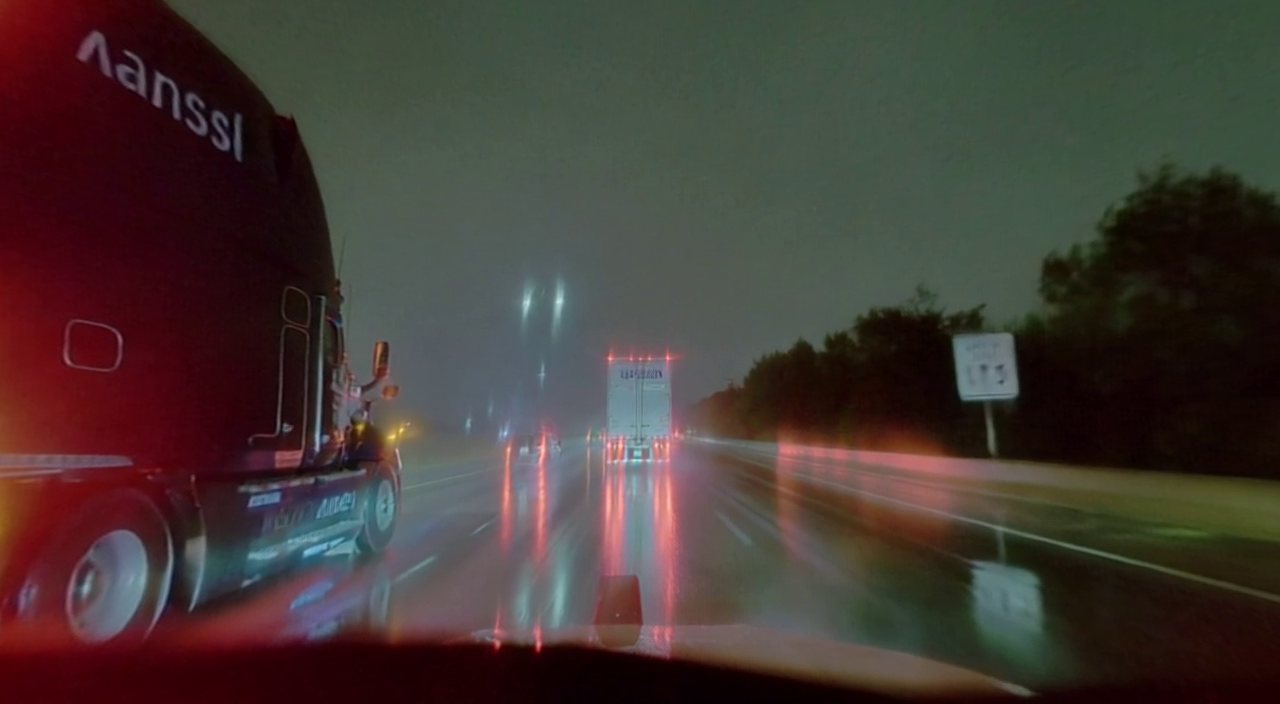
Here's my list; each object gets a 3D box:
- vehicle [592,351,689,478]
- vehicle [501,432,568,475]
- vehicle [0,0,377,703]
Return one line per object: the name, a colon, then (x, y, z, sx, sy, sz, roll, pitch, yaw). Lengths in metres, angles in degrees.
vehicle: (-0.169, 2.715, 25.741, 3.118, 4.106, 10.719, 0, -8, -2)
vehicle: (-3.974, 3.874, 24.329, 1.933, 1.492, 3.838, 0, -8, 0)
vehicle: (-4.270, -0.159, 3.715, 3.007, 4.031, 6.044, 0, -7, -3)
